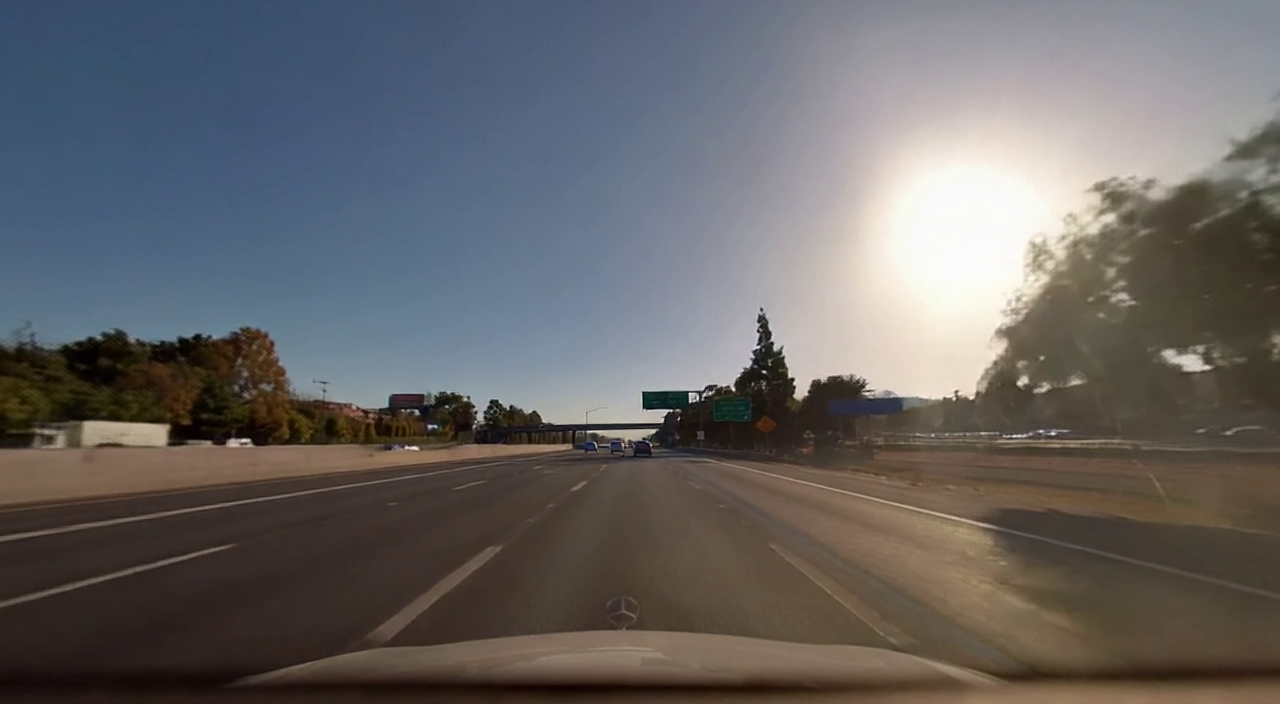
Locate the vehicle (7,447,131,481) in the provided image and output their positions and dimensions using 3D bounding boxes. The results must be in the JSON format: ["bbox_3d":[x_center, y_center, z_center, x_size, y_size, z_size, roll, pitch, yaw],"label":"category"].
[{"bbox_3d":[-28.167,5.509,31.395,1.907,1.472,4.580,0,-8,0],"label":"vehicle"}]

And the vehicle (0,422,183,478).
[{"bbox_3d":[-36.391,6.517,42.168,2.787,3.117,12.210,0,-9,-1],"label":"vehicle"}]

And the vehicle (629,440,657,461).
[{"bbox_3d":[0.168,7.531,48.544,2.021,1.528,4.154,0,-8,-1],"label":"vehicle"}]
